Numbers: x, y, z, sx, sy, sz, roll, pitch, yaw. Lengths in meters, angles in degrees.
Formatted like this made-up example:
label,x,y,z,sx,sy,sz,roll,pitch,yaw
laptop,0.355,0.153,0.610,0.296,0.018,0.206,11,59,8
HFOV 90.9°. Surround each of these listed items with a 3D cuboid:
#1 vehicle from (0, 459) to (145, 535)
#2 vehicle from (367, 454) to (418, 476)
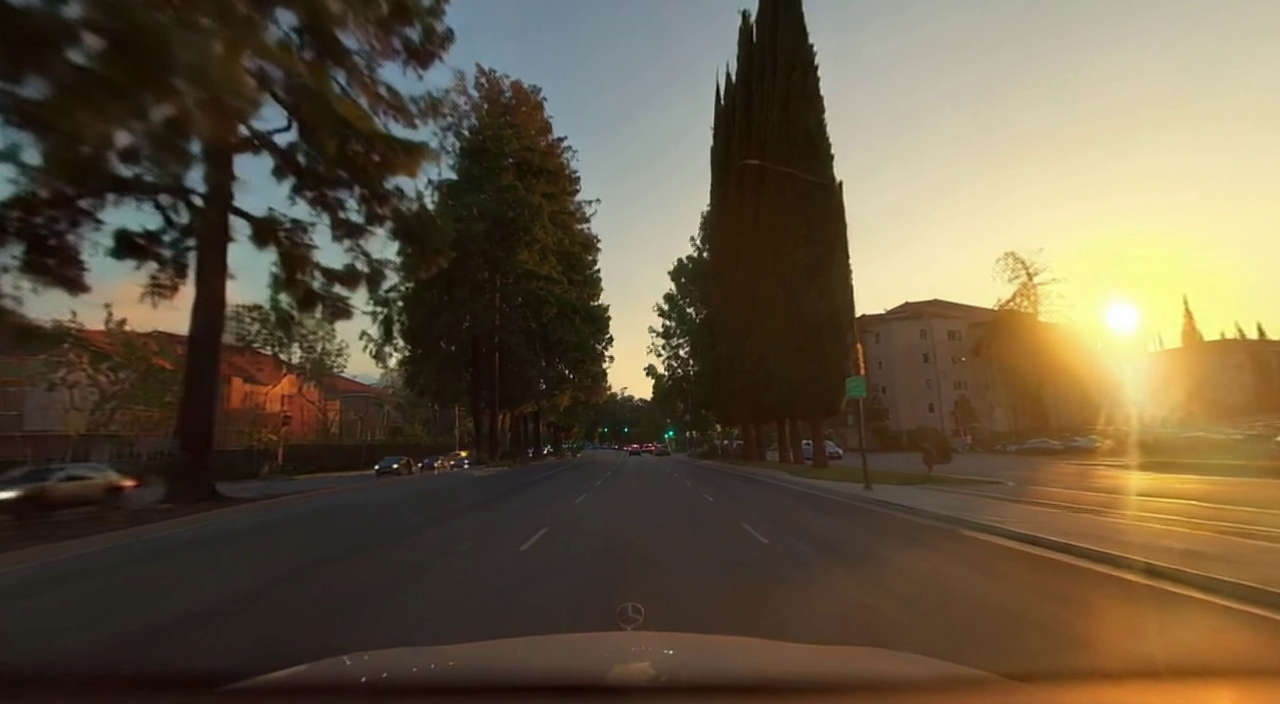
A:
label,x,y,z,sx,sy,sz,roll,pitch,yaw
vehicle,-14.732,3.443,15.414,1.879,1.544,4.144,0,-8,-1
vehicle,-18.516,8.469,47.433,1.938,1.493,4.694,0,-8,0
